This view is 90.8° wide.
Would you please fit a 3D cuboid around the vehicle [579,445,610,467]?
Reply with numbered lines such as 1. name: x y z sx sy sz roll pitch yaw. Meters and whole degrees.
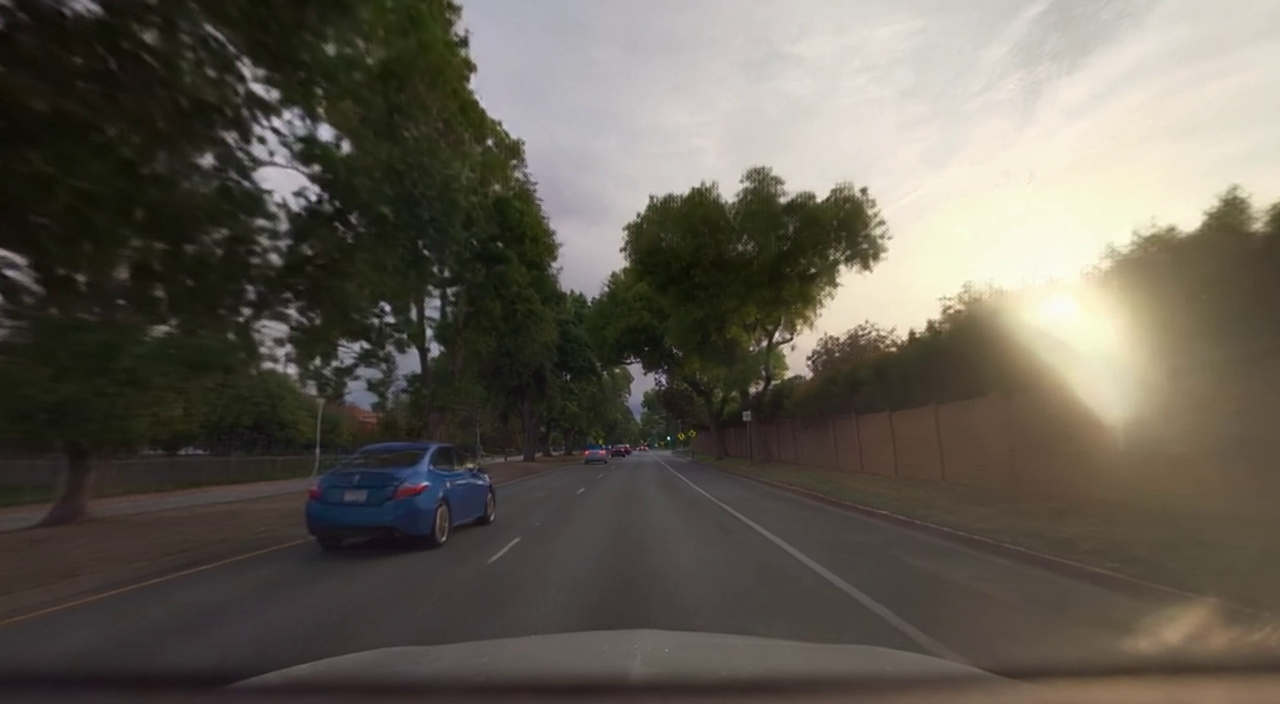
1. vehicle: -3.152 7.363 44.943 1.870 1.431 4.317 0 -8 0

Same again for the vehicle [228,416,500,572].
1. vehicle: -3.498 1.876 9.164 1.919 1.650 4.546 0 -8 -1
